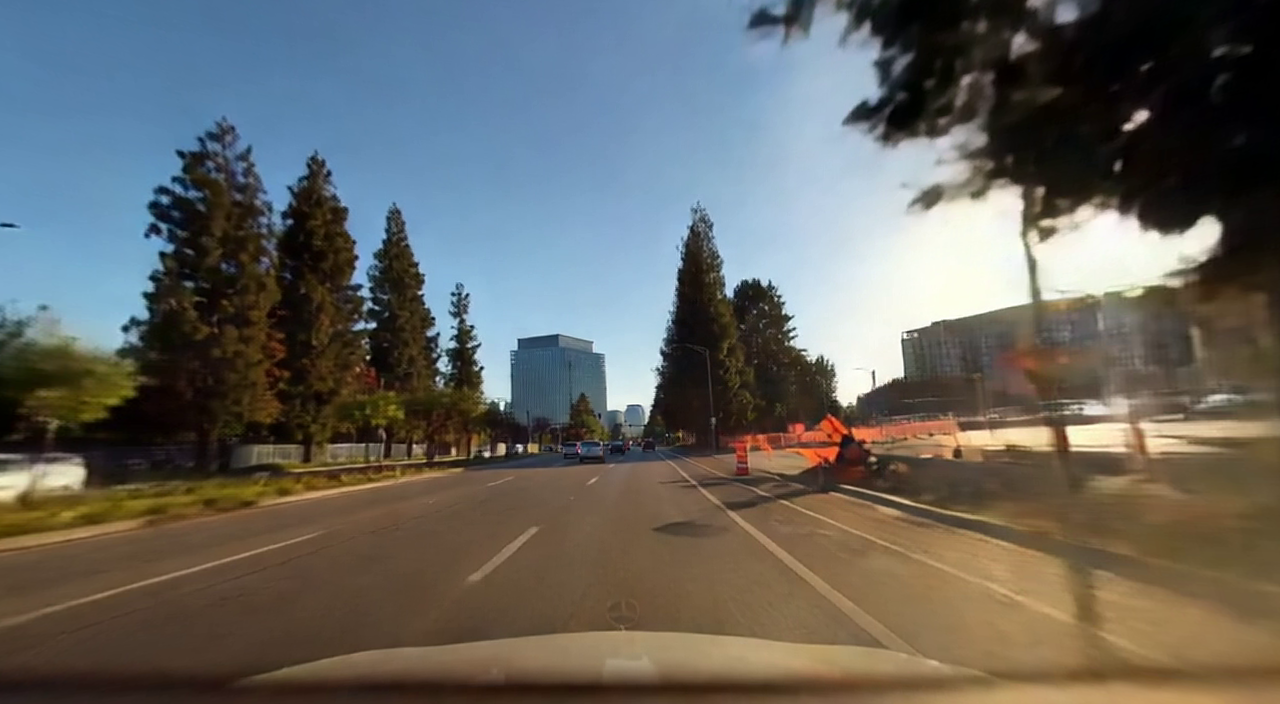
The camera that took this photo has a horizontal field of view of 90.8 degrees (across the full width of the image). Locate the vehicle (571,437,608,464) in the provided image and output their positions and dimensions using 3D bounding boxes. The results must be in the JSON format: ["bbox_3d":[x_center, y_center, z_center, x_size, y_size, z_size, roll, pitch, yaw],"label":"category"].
[{"bbox_3d":[-3.345,6.641,42.687,2.121,1.654,3.993,0,-8,0],"label":"vehicle"}]
